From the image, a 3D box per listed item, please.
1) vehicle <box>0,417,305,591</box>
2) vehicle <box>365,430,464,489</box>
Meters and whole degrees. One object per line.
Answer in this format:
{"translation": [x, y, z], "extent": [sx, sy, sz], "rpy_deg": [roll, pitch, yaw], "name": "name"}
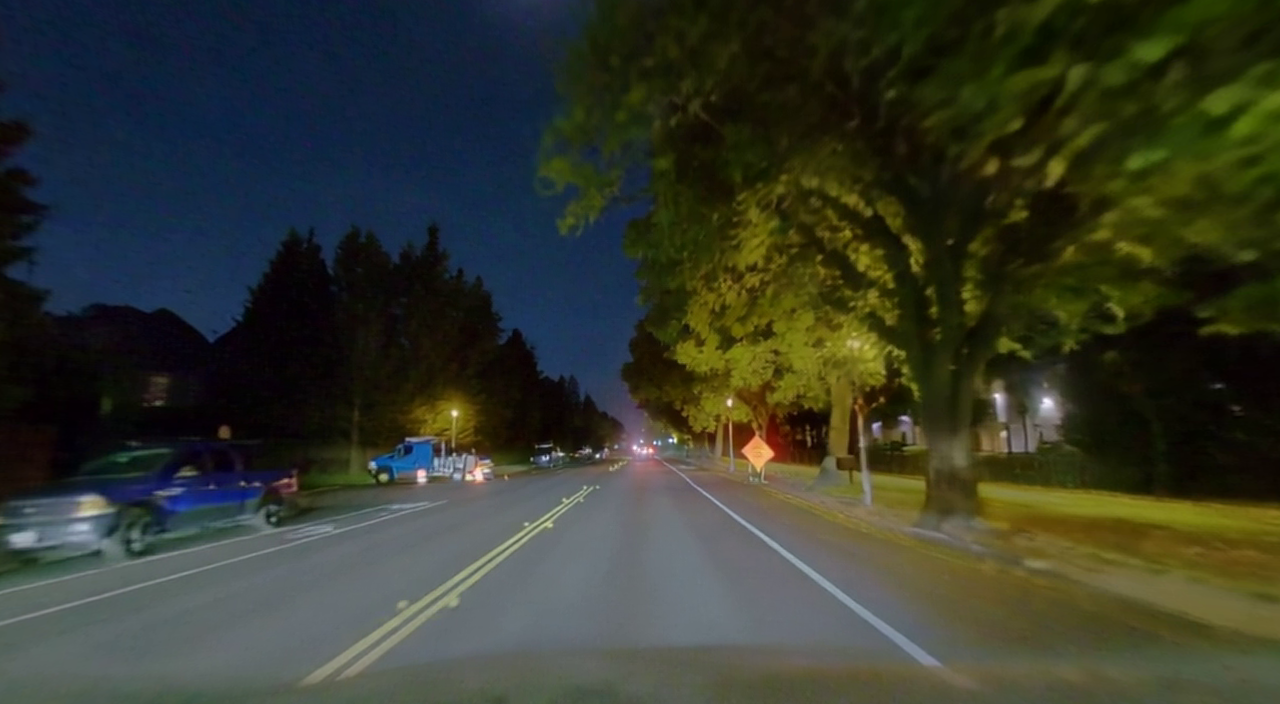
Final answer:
{"translation": [-8.319, 2.277, 10.524], "extent": [2.375, 2.016, 5.936], "rpy_deg": [-4, -7, -1], "name": "vehicle"}
{"translation": [-10.618, 5.052, 29.867], "extent": [4.120, 2.628, 2.064], "rpy_deg": [3, -9, -18], "name": "vehicle"}
